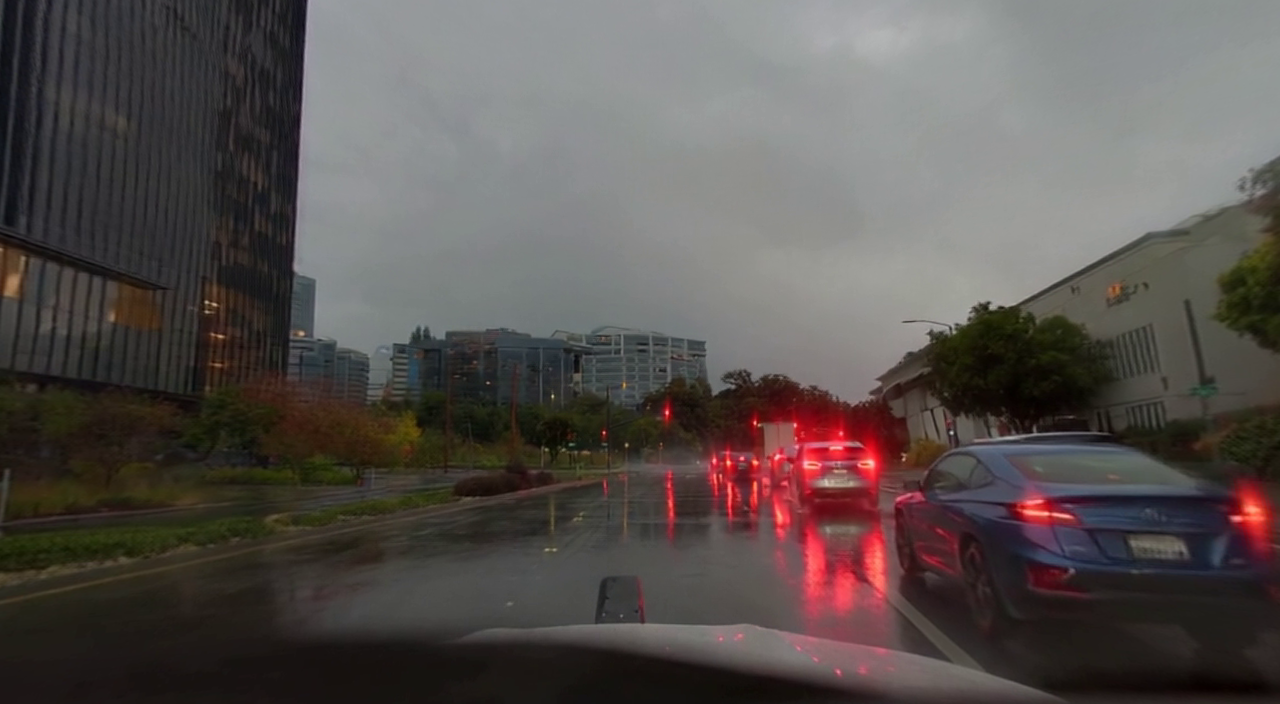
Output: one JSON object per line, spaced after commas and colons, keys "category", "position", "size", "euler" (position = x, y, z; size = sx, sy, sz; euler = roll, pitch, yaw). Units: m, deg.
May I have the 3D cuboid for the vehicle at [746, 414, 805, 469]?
{"category": "vehicle", "position": [9.971, 6.865, 48.009], "size": [3.128, 3.616, 13.736], "euler": [-1, -9, 7]}

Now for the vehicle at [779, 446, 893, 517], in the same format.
{"category": "vehicle", "position": [5.072, 3.352, 17.038], "size": [2.089, 1.609, 4.922], "euler": [-1, -9, 7]}

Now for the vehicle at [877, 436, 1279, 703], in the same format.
{"category": "vehicle", "position": [3.342, 1.427, 4.810], "size": [2.032, 1.490, 3.871], "euler": [-1, -9, 8]}

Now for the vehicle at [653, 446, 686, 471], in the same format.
{"category": "vehicle", "position": [2.200, 7.650, 45.453], "size": [2.121, 1.728, 4.161], "euler": [-1, -9, 6]}

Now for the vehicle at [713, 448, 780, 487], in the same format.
{"category": "vehicle", "position": [4.649, 5.088, 28.075], "size": [2.183, 1.553, 3.923], "euler": [0, -9, -1]}
